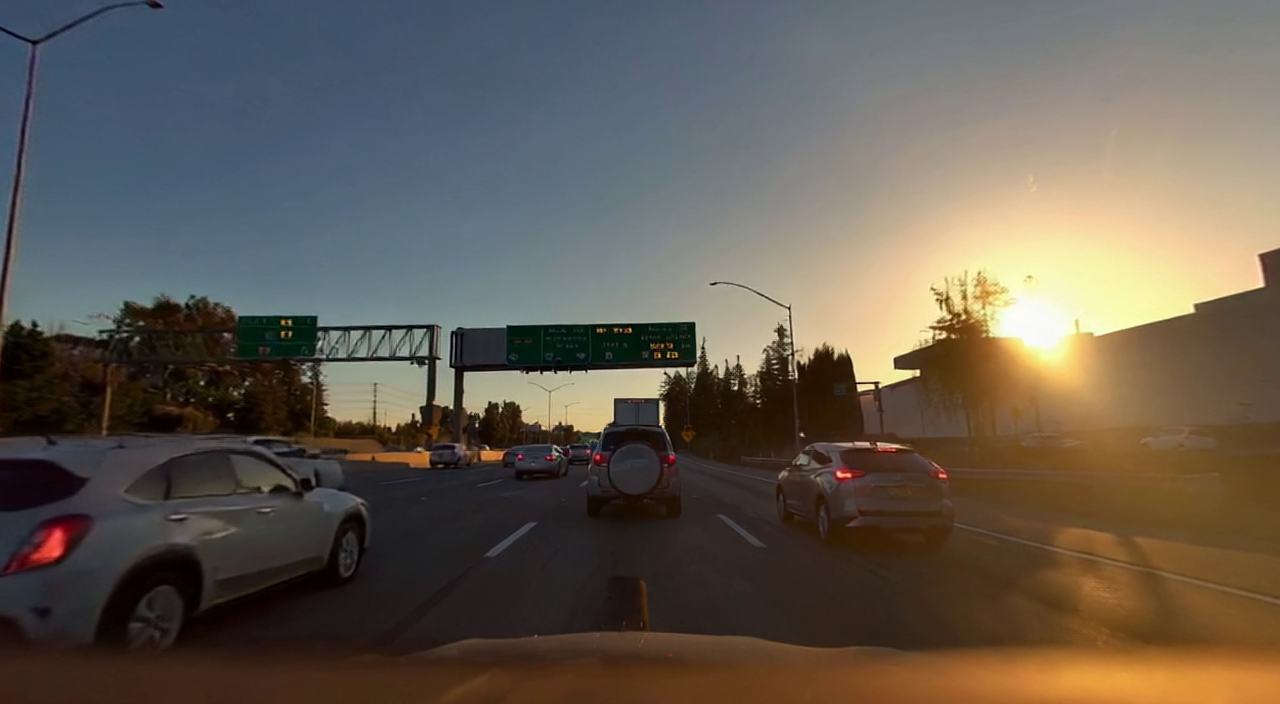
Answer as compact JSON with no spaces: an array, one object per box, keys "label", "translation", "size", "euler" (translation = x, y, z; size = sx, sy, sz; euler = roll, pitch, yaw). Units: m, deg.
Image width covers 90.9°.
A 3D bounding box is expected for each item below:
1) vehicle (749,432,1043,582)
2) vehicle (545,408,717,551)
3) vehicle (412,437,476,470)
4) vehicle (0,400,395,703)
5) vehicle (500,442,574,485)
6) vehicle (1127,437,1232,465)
[{"label":"vehicle","translation":[2.962,1.892,8.604],"size":[2.018,1.470,4.491],"euler":[0,-9,-2]},{"label":"vehicle","translation":[-0.129,1.903,9.960],"size":[2.152,1.779,3.924],"euler":[0,-9,0]},{"label":"vehicle","translation":[-10.956,5.727,35.604],"size":[2.129,1.720,4.547],"euler":[0,-9,1]},{"label":"vehicle","translation":[-3.460,1.132,3.783],"size":[2.132,1.464,4.481],"euler":[0,-9,1]},{"label":"vehicle","translation":[-3.724,4.111,23.519],"size":[2.005,1.458,4.143],"euler":[0,-9,1]},{"label":"vehicle","translation":[31.923,5.854,37.499],"size":[1.805,1.536,4.325],"euler":[3,-9,-18]}]
